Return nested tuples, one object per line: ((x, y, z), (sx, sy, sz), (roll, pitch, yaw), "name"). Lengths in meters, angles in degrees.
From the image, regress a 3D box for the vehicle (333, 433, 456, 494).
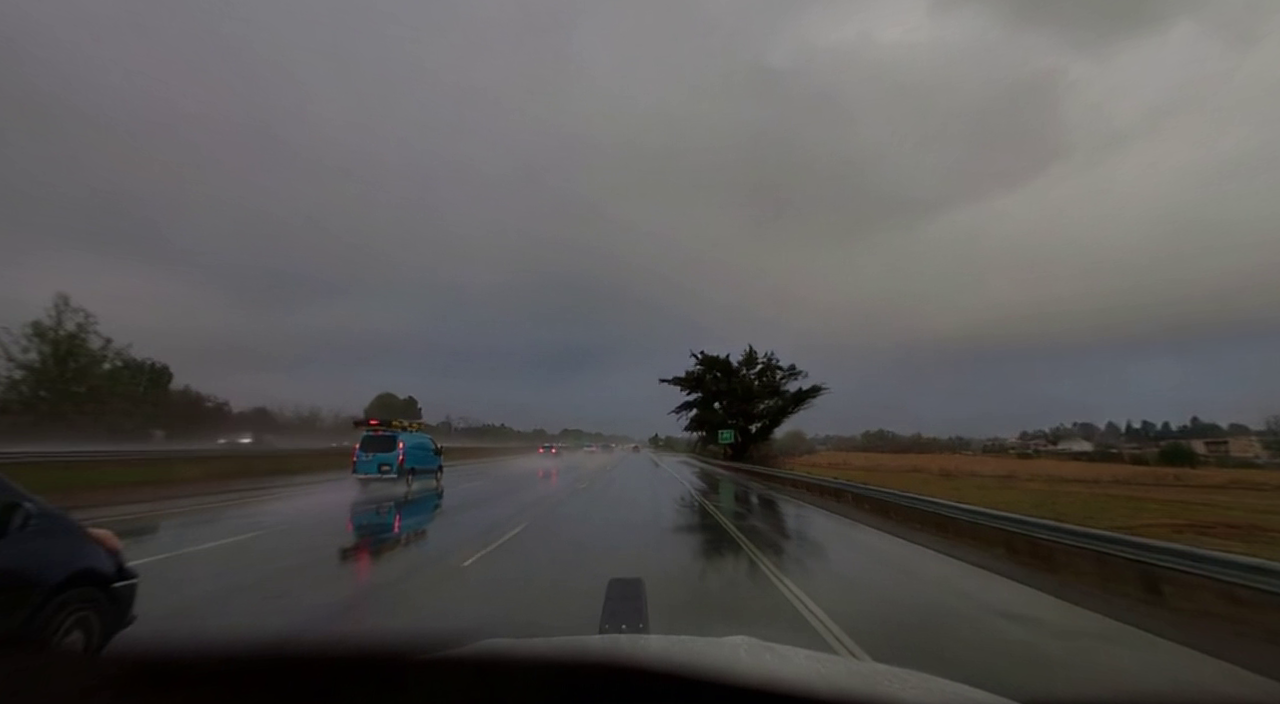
((-7.850, 3.613, 20.782), (2.093, 1.752, 4.771), (0, -9, 0), "vehicle")

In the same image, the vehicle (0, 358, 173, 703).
((-3.739, 0.642, 1.127), (2.040, 1.679, 4.865), (0, -9, 0), "vehicle")
